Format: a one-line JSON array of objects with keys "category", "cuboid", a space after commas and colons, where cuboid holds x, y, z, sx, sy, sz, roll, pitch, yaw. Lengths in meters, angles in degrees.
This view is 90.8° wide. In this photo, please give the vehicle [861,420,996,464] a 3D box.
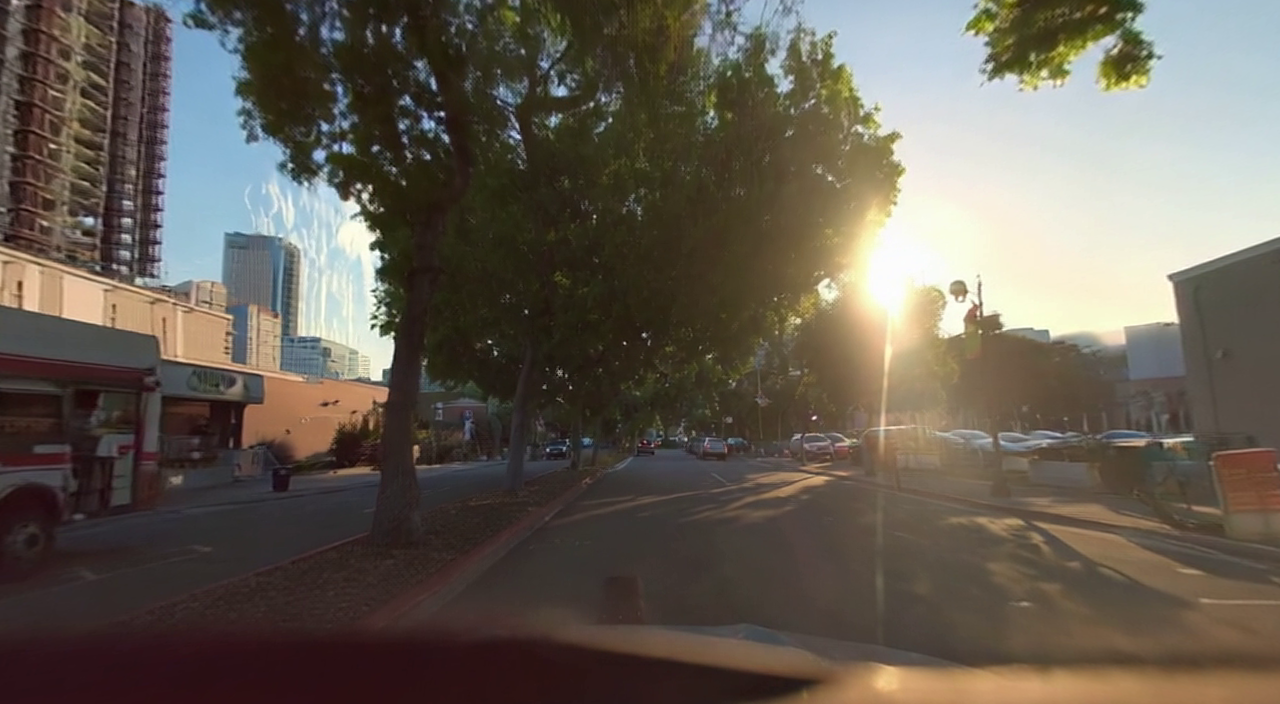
[{"category": "vehicle", "cuboid": [14.191, 4.442, 31.351, 5.540, 2.045, 2.259, 0, -8, -1]}]

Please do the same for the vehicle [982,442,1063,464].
[{"category": "vehicle", "cuboid": [27.088, 7.150, 44.829, 4.558, 1.452, 1.790, 0, -8, 0]}]

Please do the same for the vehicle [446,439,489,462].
[{"category": "vehicle", "cuboid": [-13.401, 7.644, 49.350, 1.888, 1.657, 4.138, 0, -7, 5]}]

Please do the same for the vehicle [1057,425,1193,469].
[{"category": "vehicle", "cuboid": [26.260, 5.176, 34.339, 5.596, 2.168, 2.307, 2, -8, -3]}]

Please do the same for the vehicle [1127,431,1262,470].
[{"category": "vehicle", "cuboid": [27.023, 4.818, 30.923, 4.591, 1.808, 2.016, 0, -9, 1]}]

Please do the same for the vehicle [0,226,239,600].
[{"category": "vehicle", "cuboid": [-7.050, 0.496, 5.156, 2.968, 3.222, 7.036, -1, -8, -1]}]

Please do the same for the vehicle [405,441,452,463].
[{"category": "vehicle", "cuboid": [-16.270, 7.701, 48.716, 1.850, 1.531, 4.256, 0, -7, 5]}]

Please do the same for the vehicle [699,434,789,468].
[{"category": "vehicle", "cuboid": [5.679, 5.380, 34.376, 4.626, 1.723, 1.939, 5, -10, -32]}]

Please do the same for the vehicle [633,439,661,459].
[{"category": "vehicle", "cuboid": [0.491, 7.563, 49.417, 2.046, 1.445, 4.001, 0, -8, -2]}]

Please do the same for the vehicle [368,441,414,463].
[{"category": "vehicle", "cuboid": [-19.286, 7.791, 49.117, 1.880, 1.617, 3.870, -1, -8, 2]}]
